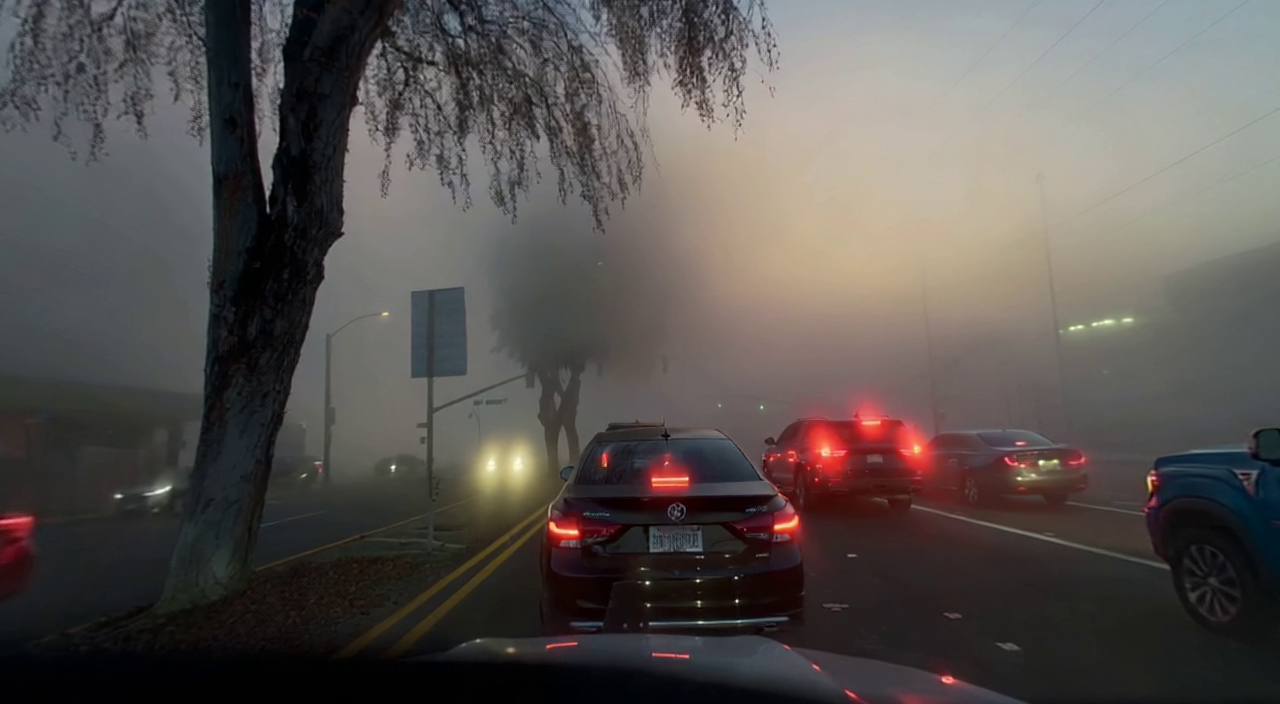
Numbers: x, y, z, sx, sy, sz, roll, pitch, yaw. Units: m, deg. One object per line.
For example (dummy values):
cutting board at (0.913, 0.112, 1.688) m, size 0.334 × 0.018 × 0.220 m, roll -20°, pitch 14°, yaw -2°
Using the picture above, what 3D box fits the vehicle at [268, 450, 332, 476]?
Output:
vehicle at (-24.052, 7.835, 44.803) m, size 1.798 × 1.706 × 4.385 m, roll -1°, pitch -8°, yaw 6°

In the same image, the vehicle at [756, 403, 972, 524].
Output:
vehicle at (4.168, 2.212, 13.111) m, size 2.319 × 1.930 × 5.651 m, roll 0°, pitch -8°, yaw -1°

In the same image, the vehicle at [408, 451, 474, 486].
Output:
vehicle at (-9.634, 5.654, 30.912) m, size 1.806 × 1.473 × 4.303 m, roll -1°, pitch -8°, yaw 1°

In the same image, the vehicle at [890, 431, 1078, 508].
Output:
vehicle at (7.592, 2.620, 14.564) m, size 1.856 × 1.487 × 4.454 m, roll -1°, pitch -8°, yaw 1°

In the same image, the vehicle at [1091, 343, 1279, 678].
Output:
vehicle at (4.457, 0.714, 2.456) m, size 2.019 × 1.803 × 4.634 m, roll -1°, pitch -8°, yaw 2°

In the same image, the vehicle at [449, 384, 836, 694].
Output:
vehicle at (-0.018, 1.311, 5.521) m, size 2.116 × 1.677 × 3.948 m, roll 0°, pitch -8°, yaw -1°

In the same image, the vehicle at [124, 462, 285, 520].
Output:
vehicle at (-13.761, 4.377, 20.348) m, size 1.935 × 1.518 × 4.415 m, roll -1°, pitch -8°, yaw 2°
